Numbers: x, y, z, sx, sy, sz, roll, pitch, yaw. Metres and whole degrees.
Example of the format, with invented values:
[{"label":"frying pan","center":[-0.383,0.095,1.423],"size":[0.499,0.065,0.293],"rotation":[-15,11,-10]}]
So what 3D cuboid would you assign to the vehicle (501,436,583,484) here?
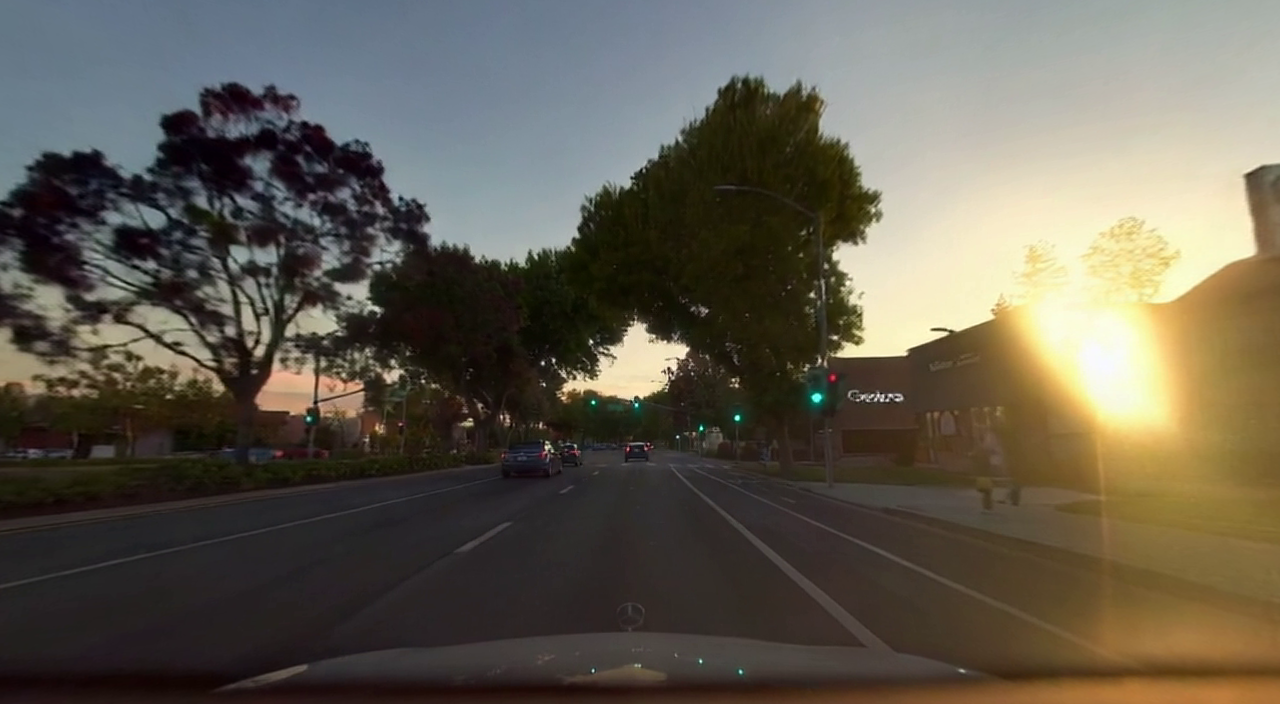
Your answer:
[{"label":"vehicle","center":[-3.277,3.703,21.954],"size":[2.015,1.470,4.458],"rotation":[0,-8,1]}]

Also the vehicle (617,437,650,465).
[{"label":"vehicle","center":[-0.400,6.832,43.659],"size":[2.153,1.764,4.047],"rotation":[0,-8,0]}]
